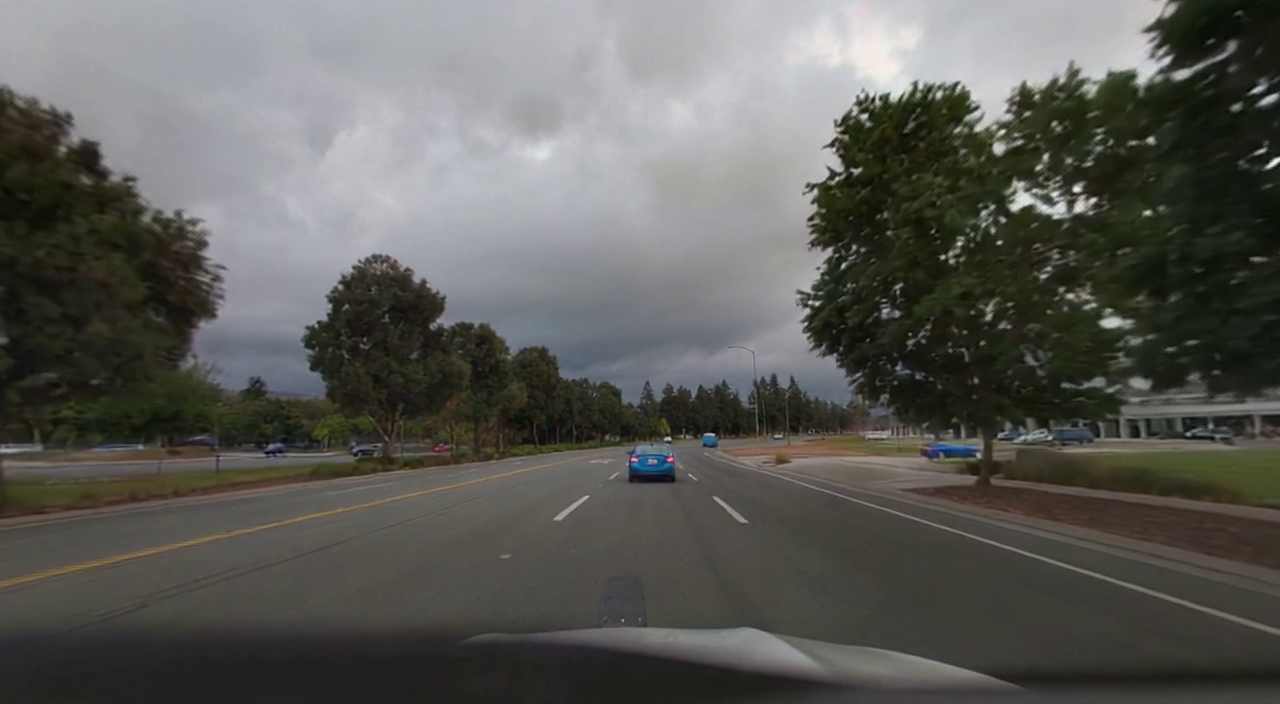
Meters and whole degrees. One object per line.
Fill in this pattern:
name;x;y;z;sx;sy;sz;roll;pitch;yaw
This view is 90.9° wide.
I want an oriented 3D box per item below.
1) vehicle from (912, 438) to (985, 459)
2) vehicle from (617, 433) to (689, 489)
vehicle;22.540;7.034;46.137;4.305;1.457;1.885;-1;-8;5
vehicle;0.374;3.339;19.638;2.010;1.535;3.735;-1;-8;0
